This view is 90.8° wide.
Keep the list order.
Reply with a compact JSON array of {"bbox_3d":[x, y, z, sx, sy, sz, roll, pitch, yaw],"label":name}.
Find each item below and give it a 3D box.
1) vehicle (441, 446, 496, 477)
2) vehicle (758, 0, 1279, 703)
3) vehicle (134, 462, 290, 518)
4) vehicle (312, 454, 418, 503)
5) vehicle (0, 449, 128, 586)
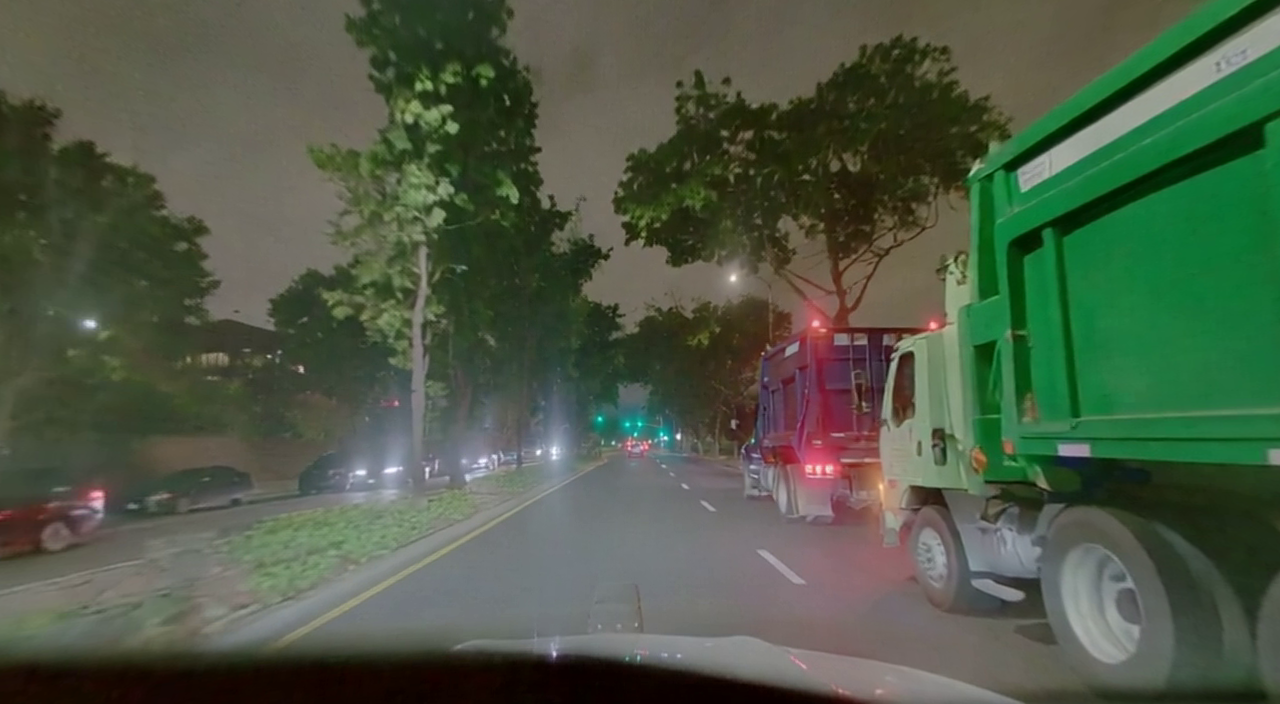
[{"bbox_3d":[-10.288,6.595,38.230,2.089,1.754,4.573,0,-9,-1],"label":"vehicle"},{"bbox_3d":[3.679,0.552,6.463,2.731,3.407,10.262,0,-9,-1],"label":"vehicle"},{"bbox_3d":[-13.275,4.266,20.004,1.803,1.427,4.604,0,-9,-2],"label":"vehicle"},{"bbox_3d":[-9.708,4.453,22.715,1.953,1.539,4.326,0,-9,-2],"label":"vehicle"},{"bbox_3d":[-9.237,2.103,7.914,1.959,1.749,4.488,0,-9,-2],"label":"vehicle"}]
